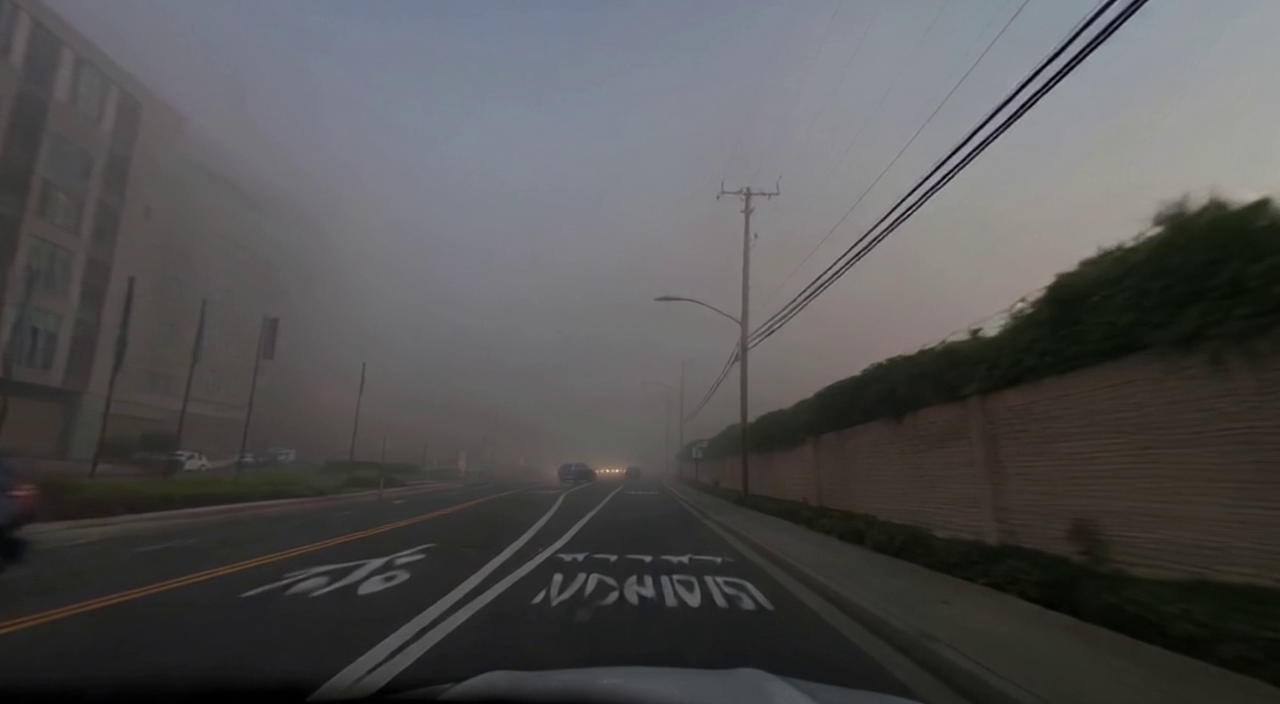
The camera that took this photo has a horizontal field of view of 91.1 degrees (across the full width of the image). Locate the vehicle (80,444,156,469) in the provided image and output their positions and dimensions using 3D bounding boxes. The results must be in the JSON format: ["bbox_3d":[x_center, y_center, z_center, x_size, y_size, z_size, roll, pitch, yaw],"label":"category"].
[{"bbox_3d":[-32.677,6.541,39.318,3.977,1.439,1.775,-3,-11,20],"label":"vehicle"}]

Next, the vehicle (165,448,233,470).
[{"bbox_3d":[-30.846,7.479,43.967,3.795,1.474,1.828,-3,-11,19],"label":"vehicle"}]
